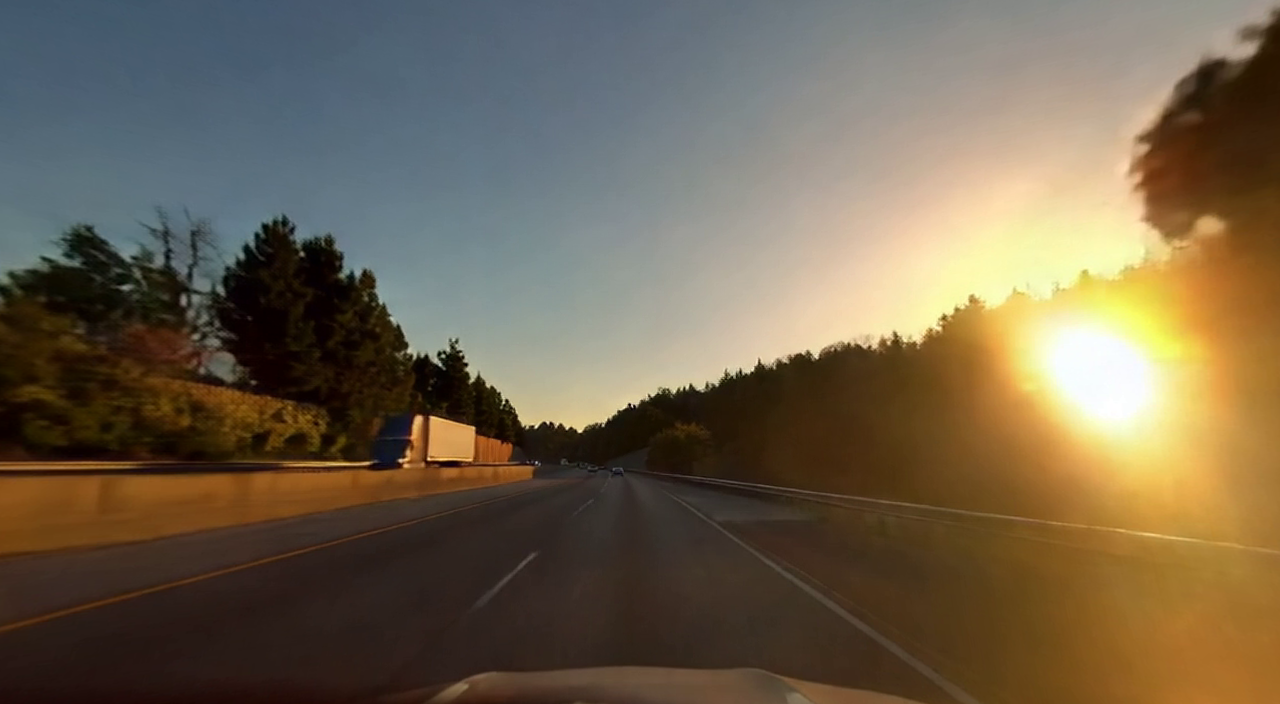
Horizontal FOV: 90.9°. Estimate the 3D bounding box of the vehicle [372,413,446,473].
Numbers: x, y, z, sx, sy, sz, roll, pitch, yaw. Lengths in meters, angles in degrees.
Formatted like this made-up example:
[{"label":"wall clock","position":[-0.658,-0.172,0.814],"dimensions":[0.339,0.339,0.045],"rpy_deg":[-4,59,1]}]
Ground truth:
[{"label":"vehicle","position":[-15.939,6.416,43.916],"dimensions":[3.006,3.840,5.721],"rpy_deg":[1,-10,-2]}]
